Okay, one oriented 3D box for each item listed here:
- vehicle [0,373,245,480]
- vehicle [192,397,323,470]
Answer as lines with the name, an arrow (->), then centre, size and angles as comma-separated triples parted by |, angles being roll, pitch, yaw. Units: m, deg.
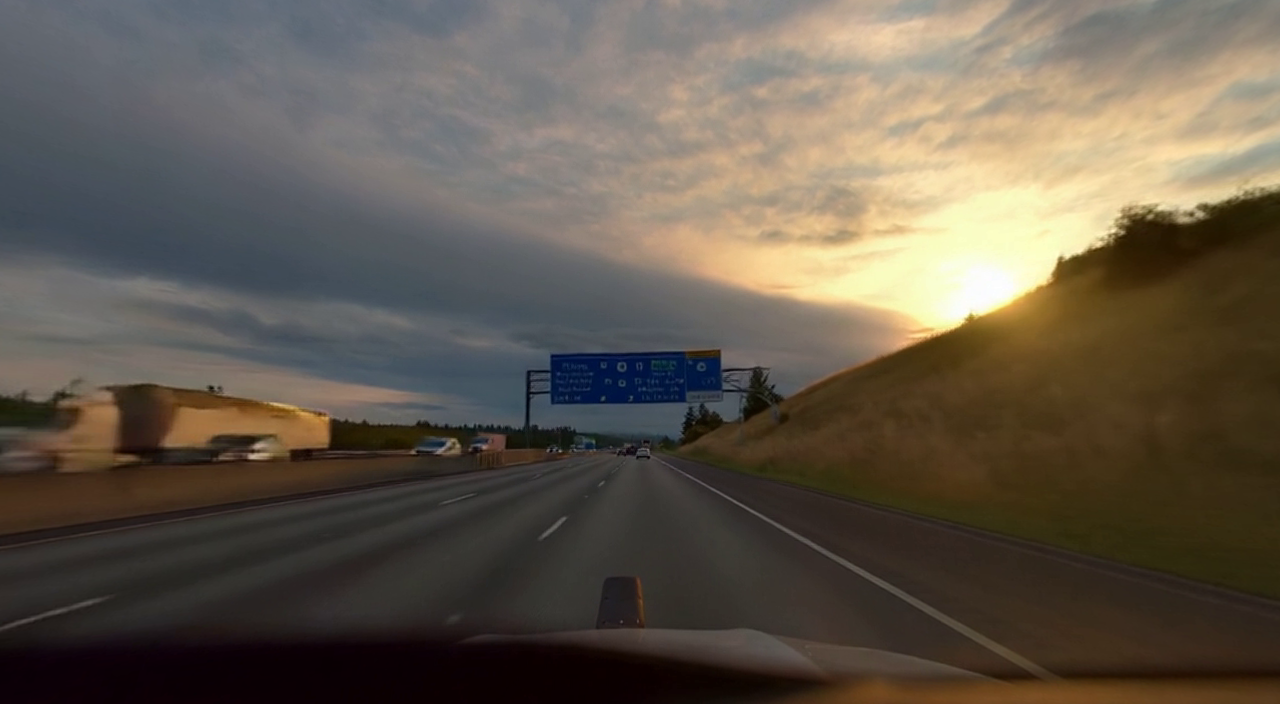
vehicle -> -22.794, 3.546, 28.730 | 3.004, 3.989, 10.208 | 0, -9, 0
vehicle -> -22.855, 5.068, 38.420 | 2.821, 3.954, 8.123 | 0, -9, 0
